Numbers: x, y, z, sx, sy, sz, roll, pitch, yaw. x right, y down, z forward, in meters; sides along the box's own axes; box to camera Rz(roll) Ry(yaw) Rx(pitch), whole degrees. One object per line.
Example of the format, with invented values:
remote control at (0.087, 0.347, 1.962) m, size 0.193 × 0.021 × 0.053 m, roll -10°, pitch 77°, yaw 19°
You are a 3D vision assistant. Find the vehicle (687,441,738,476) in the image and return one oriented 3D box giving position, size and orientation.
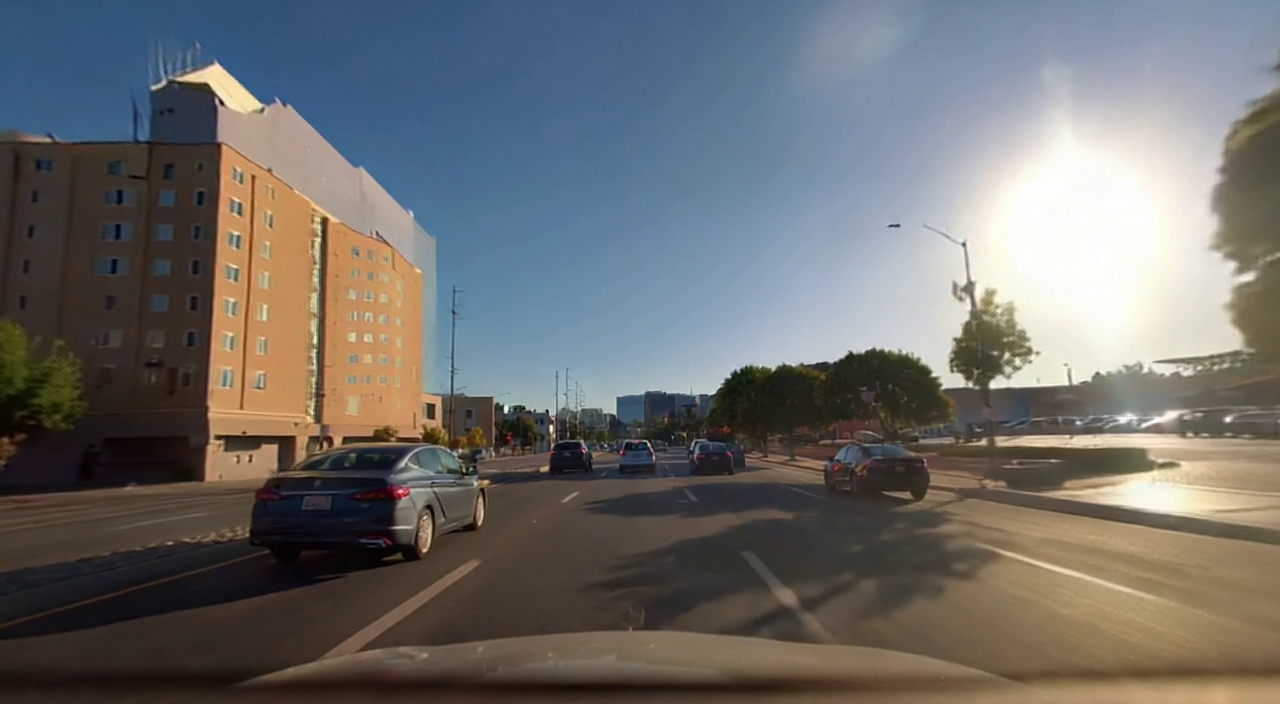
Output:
vehicle at (3.253, 4.870, 29.001) m, size 1.884 × 1.458 × 4.245 m, roll 0°, pitch -8°, yaw 1°

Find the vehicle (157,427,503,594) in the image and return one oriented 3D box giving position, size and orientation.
vehicle at (-3.303, 1.770, 7.981) m, size 2.095 × 1.486 × 4.411 m, roll 0°, pitch -8°, yaw 1°

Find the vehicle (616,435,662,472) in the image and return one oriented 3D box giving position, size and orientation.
vehicle at (-0.042, 5.480, 34.208) m, size 2.304 × 1.795 × 4.526 m, roll 0°, pitch -8°, yaw 0°

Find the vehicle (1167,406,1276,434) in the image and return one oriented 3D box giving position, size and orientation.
vehicle at (33.476, 3.998, 36.388) m, size 1.762 × 1.432 × 4.136 m, roll 4°, pitch -10°, yaw -29°

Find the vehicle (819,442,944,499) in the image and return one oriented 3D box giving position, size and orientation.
vehicle at (6.938, 3.421, 18.735) m, size 1.865 × 1.458 × 4.605 m, roll 0°, pitch -8°, yaw 0°

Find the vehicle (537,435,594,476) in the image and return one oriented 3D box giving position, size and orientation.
vehicle at (-3.451, 4.885, 30.032) m, size 2.117 × 1.799 × 4.442 m, roll 0°, pitch -8°, yaw 1°
